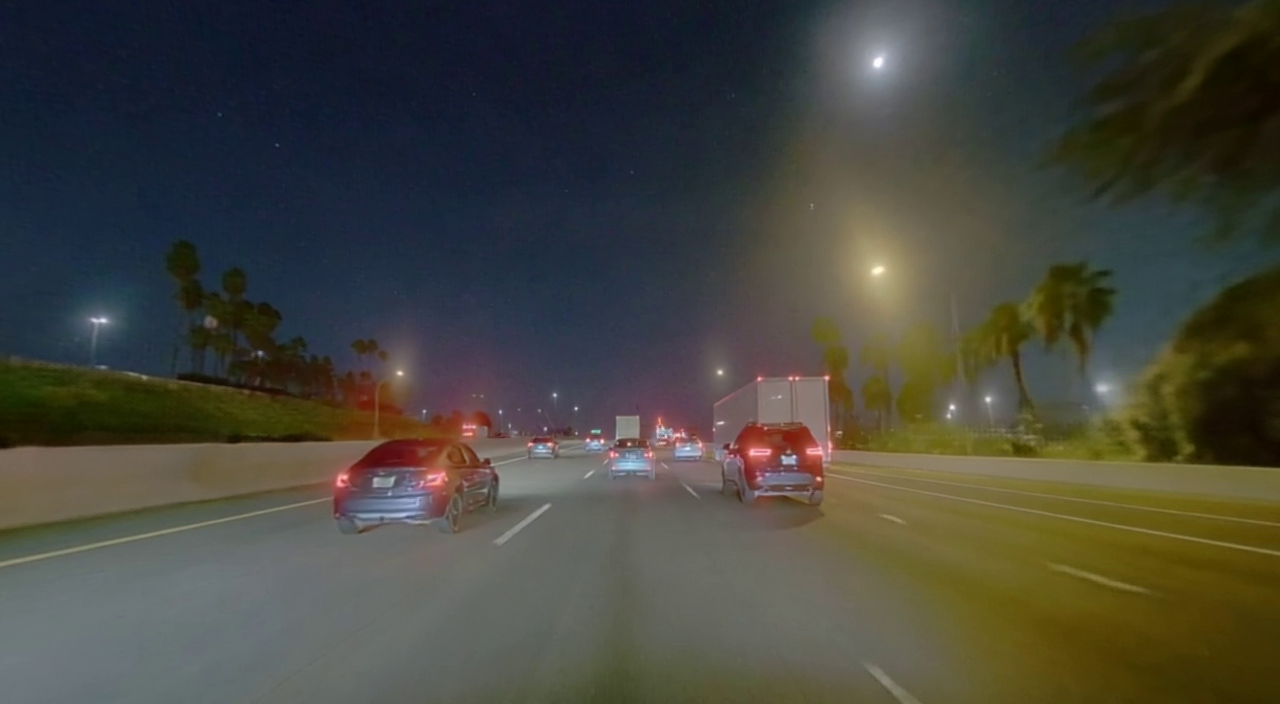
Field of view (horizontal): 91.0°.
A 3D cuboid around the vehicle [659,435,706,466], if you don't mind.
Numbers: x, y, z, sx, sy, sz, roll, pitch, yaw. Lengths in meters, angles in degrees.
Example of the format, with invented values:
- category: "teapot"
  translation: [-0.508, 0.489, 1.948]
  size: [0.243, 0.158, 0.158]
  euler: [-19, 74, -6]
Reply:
- category: "vehicle"
  translation: [2.625, 6.295, 40.432]
  size: [2.476, 1.843, 5.652]
  euler: [0, -8, -2]

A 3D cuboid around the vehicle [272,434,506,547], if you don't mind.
- category: "vehicle"
  translation: [-3.681, 2.095, 10.297]
  size: [1.998, 1.423, 4.436]
  euler: [0, -8, 0]

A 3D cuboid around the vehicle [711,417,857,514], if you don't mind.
- category: "vehicle"
  translation: [3.073, 2.550, 14.588]
  size: [2.173, 1.870, 4.499]
  euler: [0, -8, -2]

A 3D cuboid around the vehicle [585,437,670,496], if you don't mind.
- category: "vehicle"
  translation: [-0.339, 3.197, 17.959]
  size: [2.136, 1.470, 3.971]
  euler: [0, -8, -1]

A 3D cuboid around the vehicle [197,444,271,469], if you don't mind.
- category: "vehicle"
  translation: [-26.379, 6.762, 41.073]
  size: [1.883, 1.473, 4.766]
  euler: [0, -8, -3]
